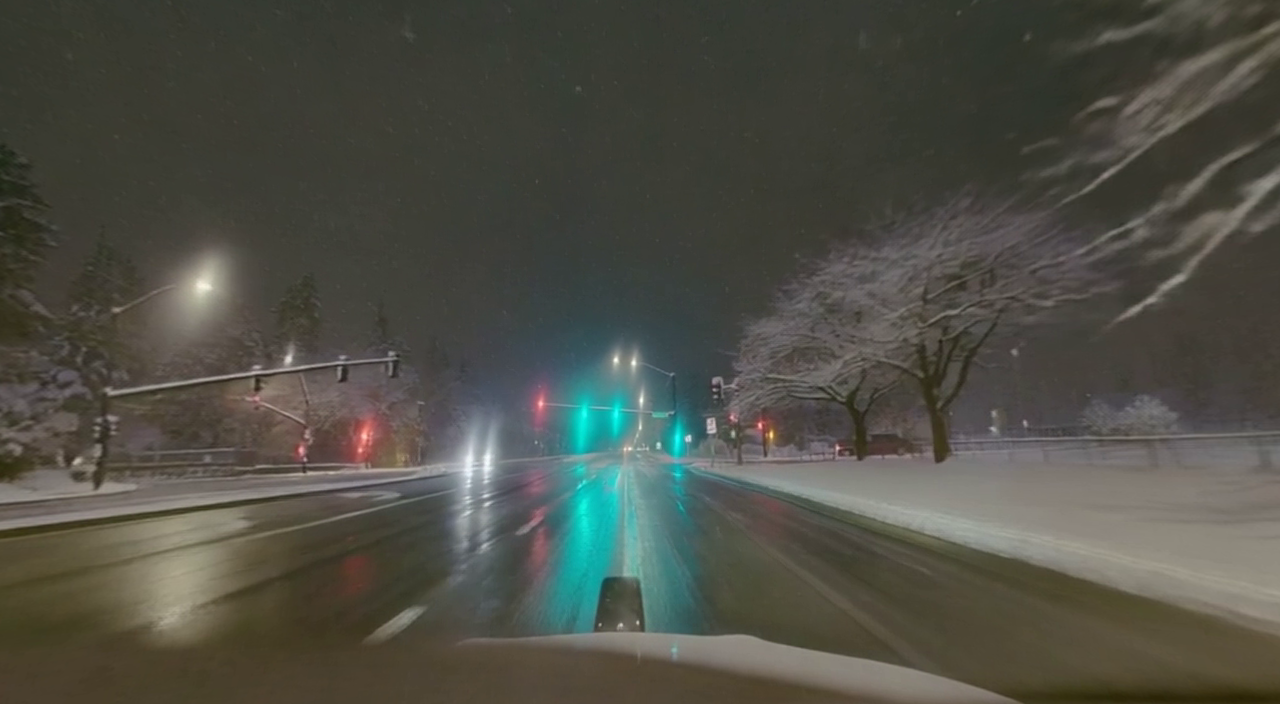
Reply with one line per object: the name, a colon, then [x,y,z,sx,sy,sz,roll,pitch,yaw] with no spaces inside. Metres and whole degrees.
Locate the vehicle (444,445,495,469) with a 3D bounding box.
vehicle: [-13.313,8.128,49.194,2.024,1.733,4.262,8,-12,-41]
